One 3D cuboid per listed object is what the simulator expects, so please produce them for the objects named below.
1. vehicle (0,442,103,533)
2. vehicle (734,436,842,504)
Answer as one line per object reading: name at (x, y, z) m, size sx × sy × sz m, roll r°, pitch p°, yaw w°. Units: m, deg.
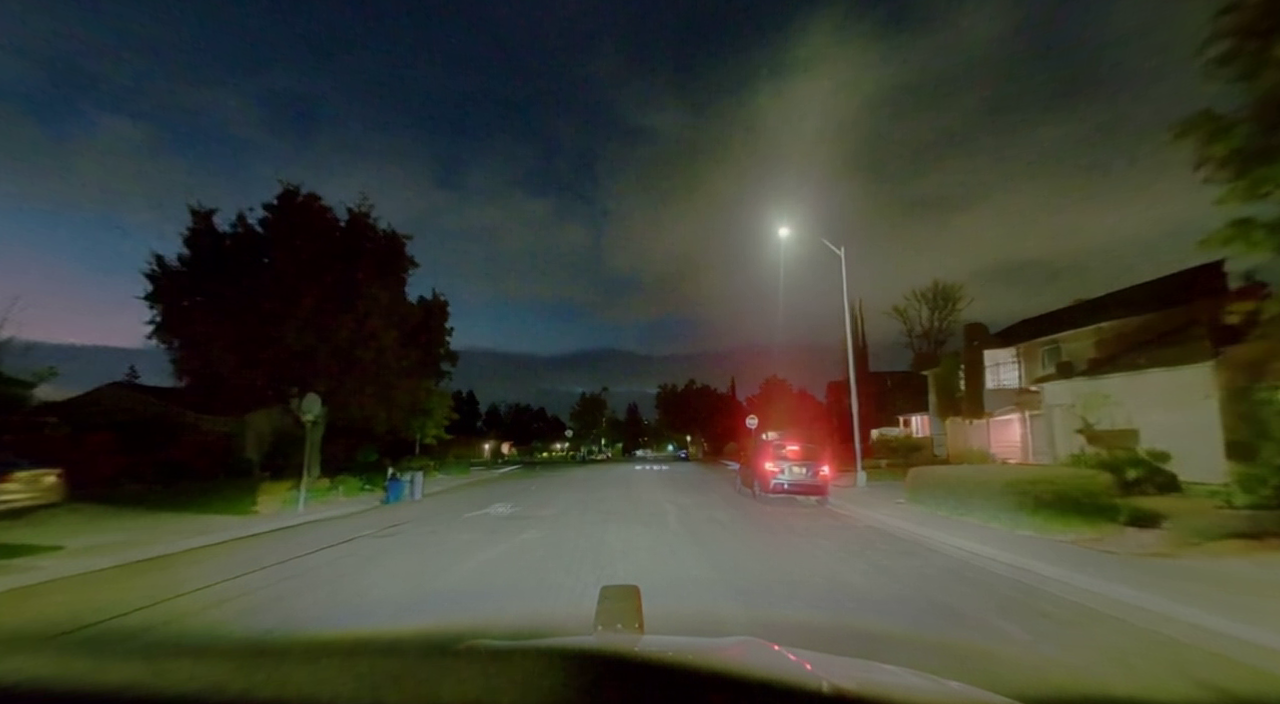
vehicle at (-12.898, 2.375, 11.339) m, size 4.615 × 1.491 × 2.025 m, roll 0°, pitch -9°, yaw 0°
vehicle at (3.710, 3.024, 16.579) m, size 1.975 × 1.528 × 4.000 m, roll 0°, pitch -9°, yaw 2°
